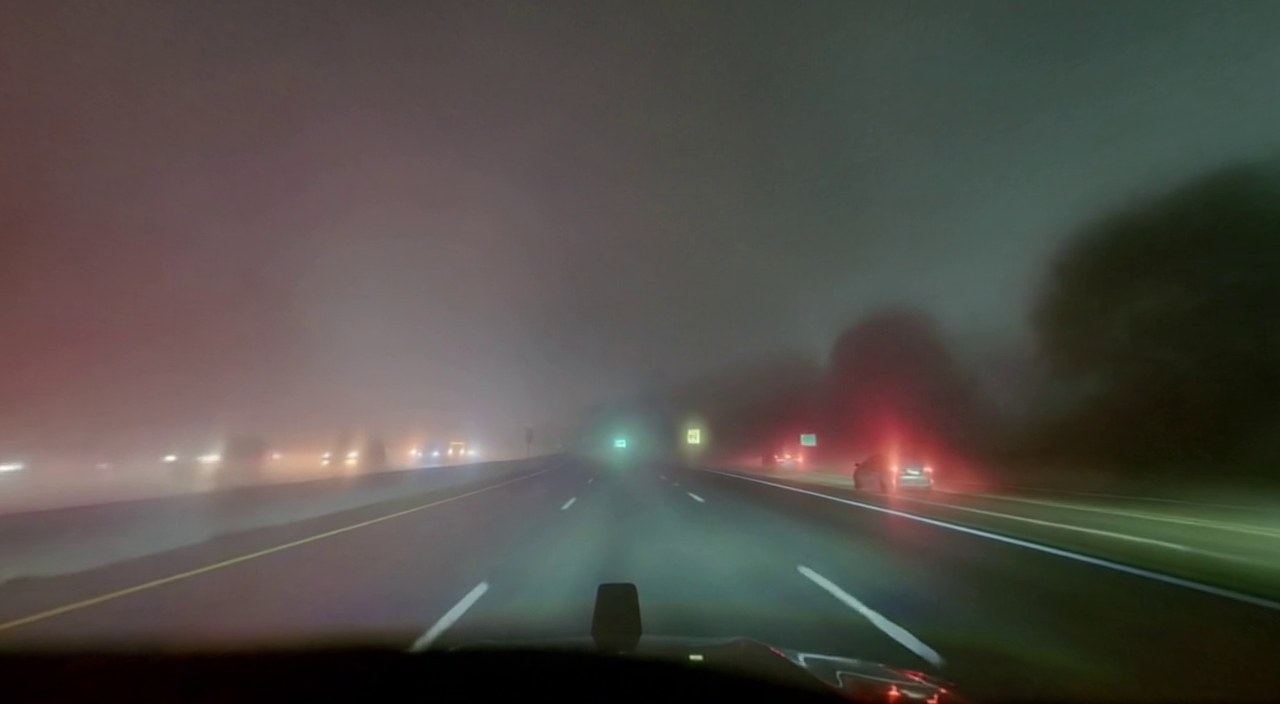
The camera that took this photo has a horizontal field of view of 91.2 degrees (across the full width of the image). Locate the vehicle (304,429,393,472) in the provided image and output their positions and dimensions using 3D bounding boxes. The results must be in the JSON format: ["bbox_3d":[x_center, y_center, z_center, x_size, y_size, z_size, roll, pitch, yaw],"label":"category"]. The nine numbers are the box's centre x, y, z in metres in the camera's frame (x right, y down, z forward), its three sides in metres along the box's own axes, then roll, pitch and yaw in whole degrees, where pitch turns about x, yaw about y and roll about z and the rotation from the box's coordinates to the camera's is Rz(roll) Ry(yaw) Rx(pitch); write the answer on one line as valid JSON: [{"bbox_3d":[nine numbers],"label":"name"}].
[{"bbox_3d":[-15.231,5.225,33.195,2.201,2.054,5.510,0,-9,-2],"label":"vehicle"}]

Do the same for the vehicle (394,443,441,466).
[{"bbox_3d":[-16.117,7.438,45.560,1.906,1.558,4.561,0,-9,-3],"label":"vehicle"}]

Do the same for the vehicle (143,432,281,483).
[{"bbox_3d":[-14.713,3.658,21.896,1.865,1.563,4.196,0,-9,0],"label":"vehicle"}]

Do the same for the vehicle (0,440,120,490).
[{"bbox_3d":[-20.389,3.744,20.981,1.893,1.472,4.785,0,-9,-1],"label":"vehicle"}]
